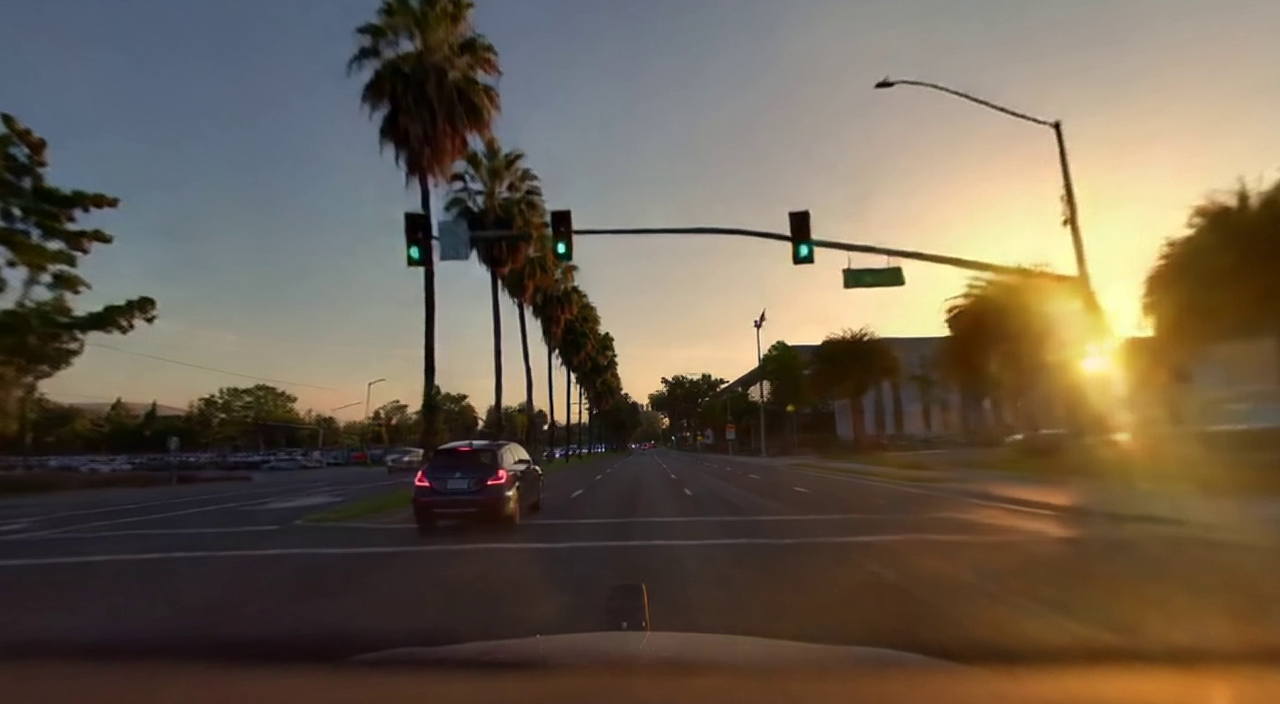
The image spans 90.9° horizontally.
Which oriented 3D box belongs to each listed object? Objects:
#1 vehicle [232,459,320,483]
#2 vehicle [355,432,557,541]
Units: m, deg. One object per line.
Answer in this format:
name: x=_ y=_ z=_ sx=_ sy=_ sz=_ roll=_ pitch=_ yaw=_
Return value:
vehicle: x=-24.674 y=8.095 z=42.850 sx=4.603 sy=1.480 sz=2.167 roll=0 pitch=-8 yaw=1
vehicle: x=-2.958 y=2.279 z=11.472 sx=2.162 sy=1.549 sz=4.795 roll=0 pitch=-8 yaw=1
